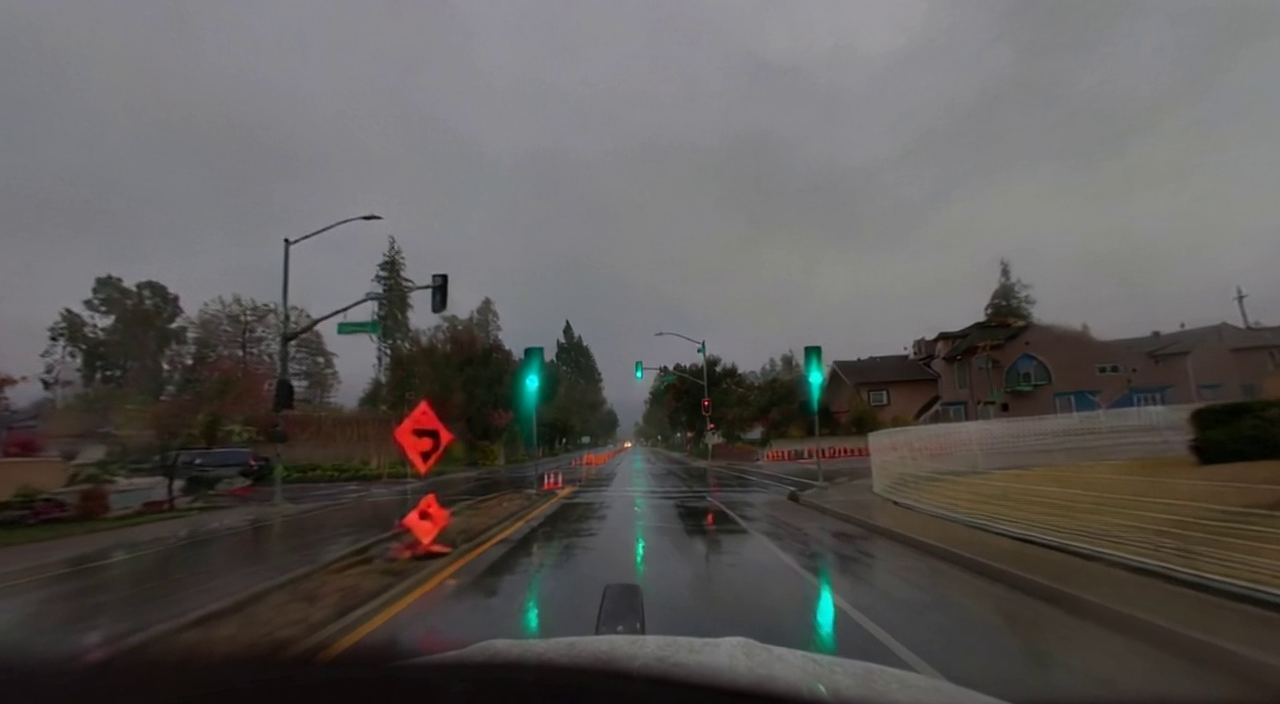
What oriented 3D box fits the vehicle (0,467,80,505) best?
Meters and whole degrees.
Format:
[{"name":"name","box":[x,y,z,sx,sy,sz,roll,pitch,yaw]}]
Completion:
[{"name":"vehicle","box":[-33.758,7.273,34.335,4.433,1.908,2.090,0,-8,-4]}]
